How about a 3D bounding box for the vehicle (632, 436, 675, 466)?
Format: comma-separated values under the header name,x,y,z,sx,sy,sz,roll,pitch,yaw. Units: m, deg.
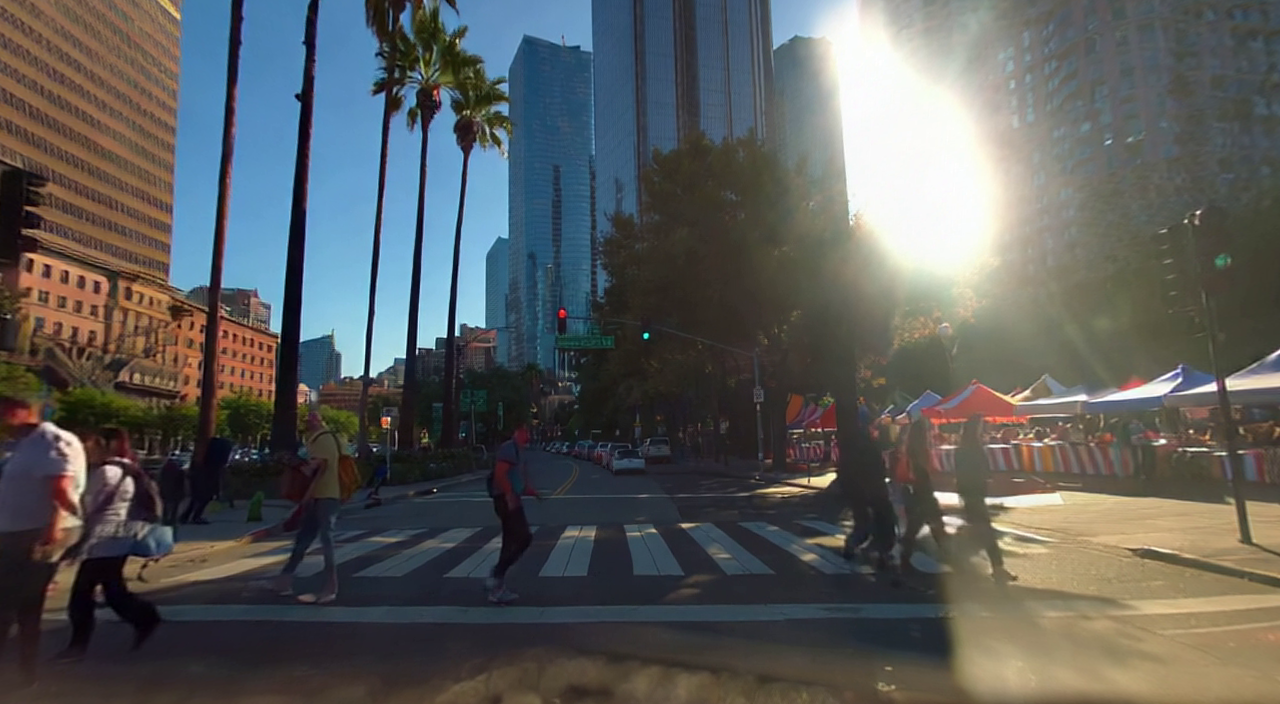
name,x,y,z,sx,sy,sz,roll,pitch,yaw
vehicle,0.904,7.288,46.662,2.322,2.071,5.366,1,-9,-9
